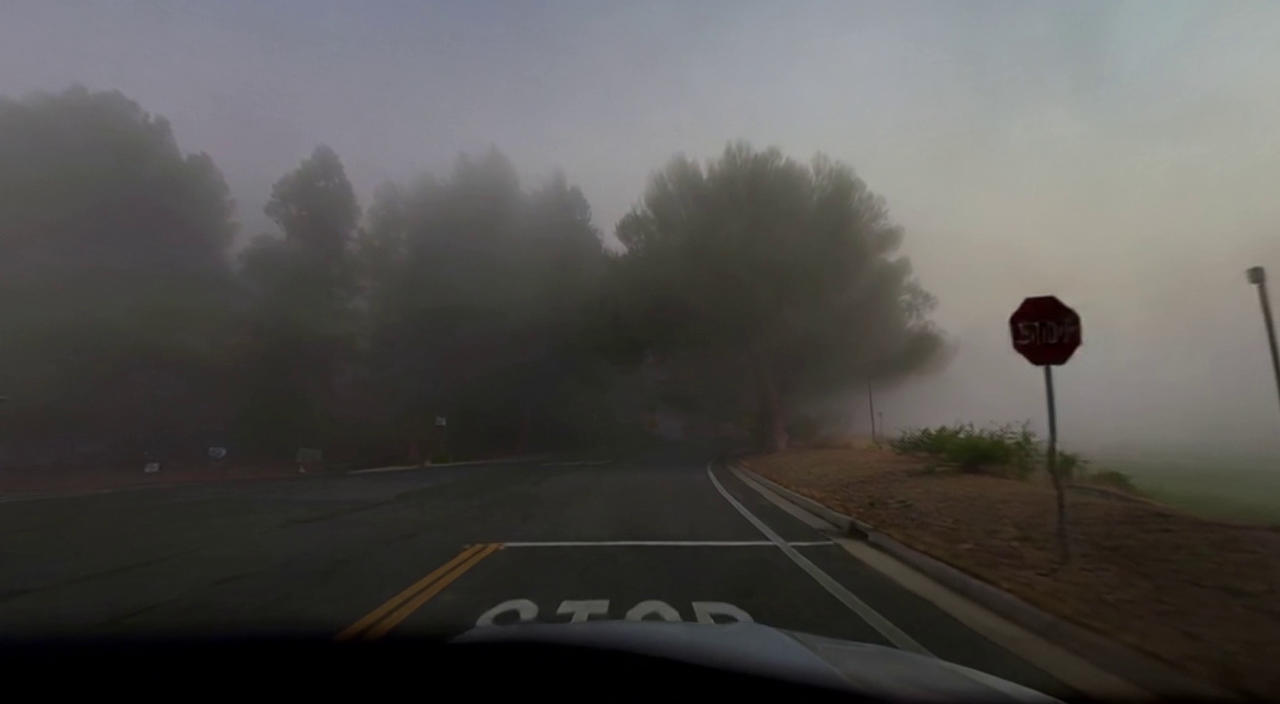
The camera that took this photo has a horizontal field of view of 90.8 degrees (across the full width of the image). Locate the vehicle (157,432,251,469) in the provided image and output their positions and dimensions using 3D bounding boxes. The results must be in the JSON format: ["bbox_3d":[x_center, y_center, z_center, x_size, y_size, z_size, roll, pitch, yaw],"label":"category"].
[{"bbox_3d":[-27.821,6.265,40.391,4.733,1.892,1.939,-4,-4,3],"label":"vehicle"}]

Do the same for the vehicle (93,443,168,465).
[{"bbox_3d":[-39.187,7.836,48.634,4.258,1.584,1.843,-1,-9,5],"label":"vehicle"}]

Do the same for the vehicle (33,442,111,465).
[{"bbox_3d":[-44.216,7.904,49.227,4.229,1.674,1.996,-1,-9,4],"label":"vehicle"}]
